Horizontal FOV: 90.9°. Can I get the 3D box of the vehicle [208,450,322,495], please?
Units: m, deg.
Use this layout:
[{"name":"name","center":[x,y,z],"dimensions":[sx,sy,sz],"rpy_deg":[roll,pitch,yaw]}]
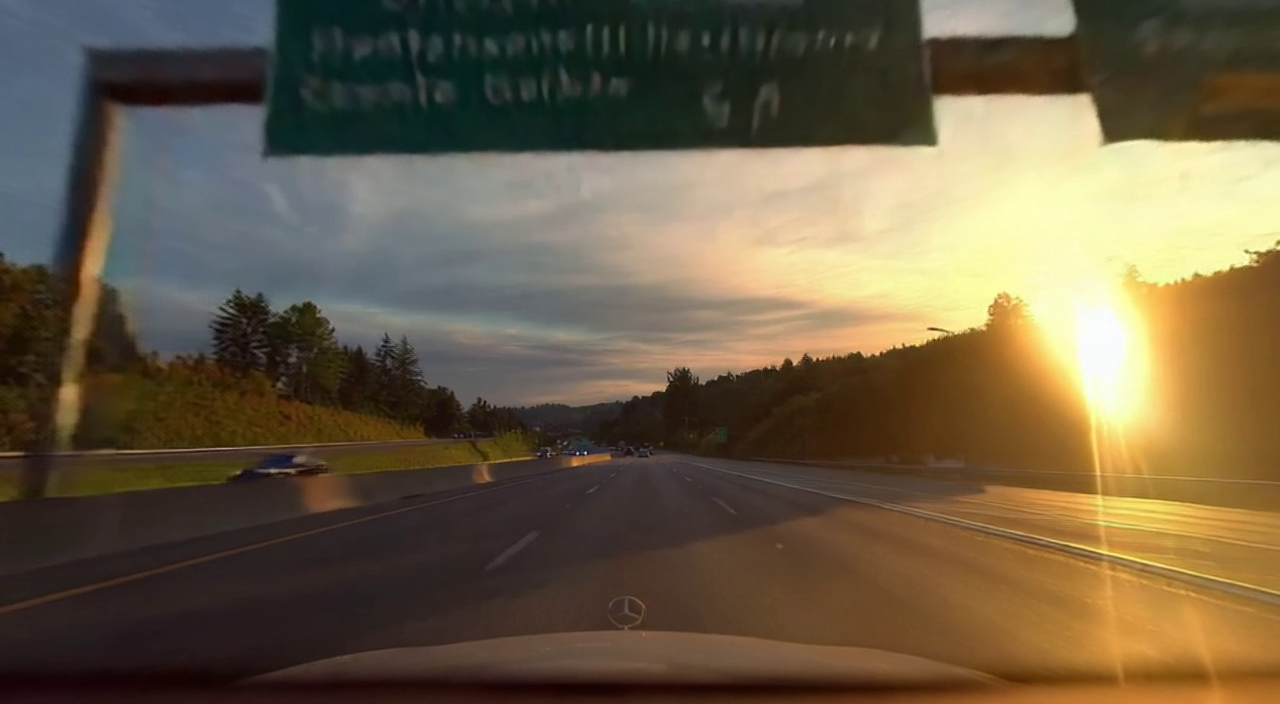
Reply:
[{"name":"vehicle","center":[-15.206,4.860,25.889],"dimensions":[1.925,1.645,4.371],"rpy_deg":[-1,-9,1]}]
